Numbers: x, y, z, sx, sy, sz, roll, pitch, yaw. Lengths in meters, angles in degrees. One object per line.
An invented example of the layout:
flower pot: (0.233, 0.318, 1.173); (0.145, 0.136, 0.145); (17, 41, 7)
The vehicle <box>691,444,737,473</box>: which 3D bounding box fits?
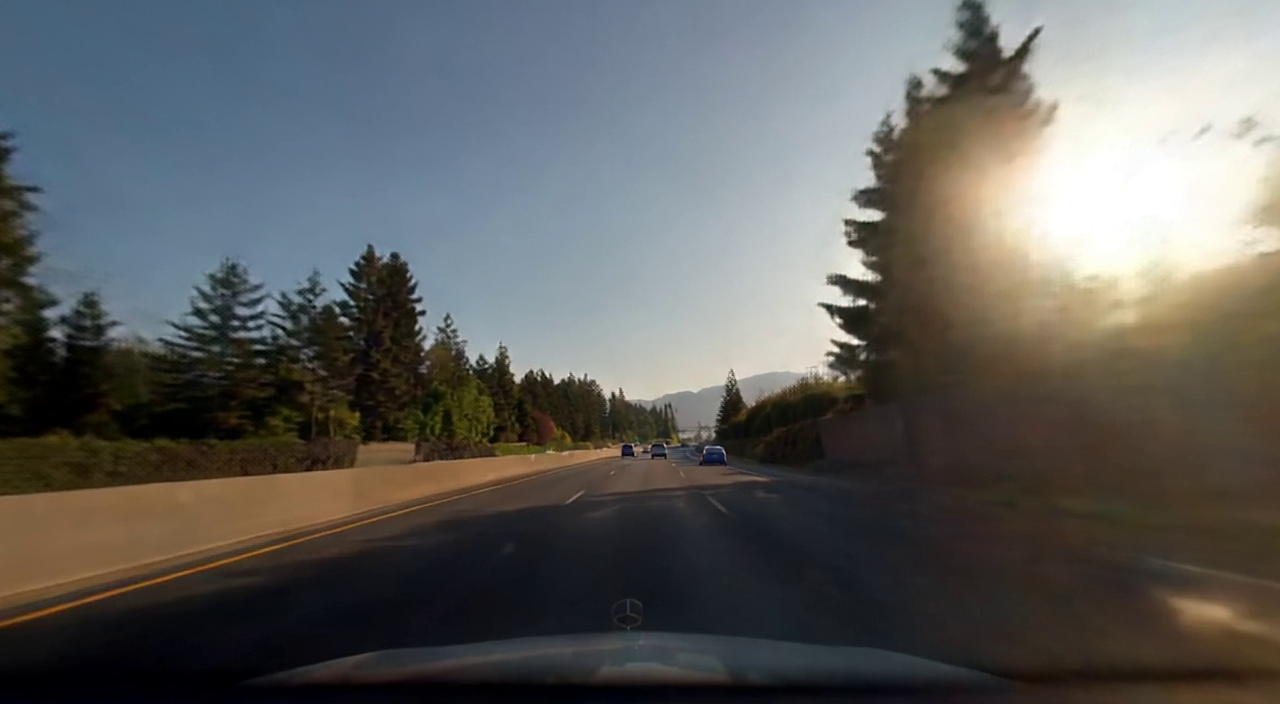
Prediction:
vehicle: (4.290, 6.227, 37.030); (2.175, 1.574, 3.943); (0, -9, 0)
